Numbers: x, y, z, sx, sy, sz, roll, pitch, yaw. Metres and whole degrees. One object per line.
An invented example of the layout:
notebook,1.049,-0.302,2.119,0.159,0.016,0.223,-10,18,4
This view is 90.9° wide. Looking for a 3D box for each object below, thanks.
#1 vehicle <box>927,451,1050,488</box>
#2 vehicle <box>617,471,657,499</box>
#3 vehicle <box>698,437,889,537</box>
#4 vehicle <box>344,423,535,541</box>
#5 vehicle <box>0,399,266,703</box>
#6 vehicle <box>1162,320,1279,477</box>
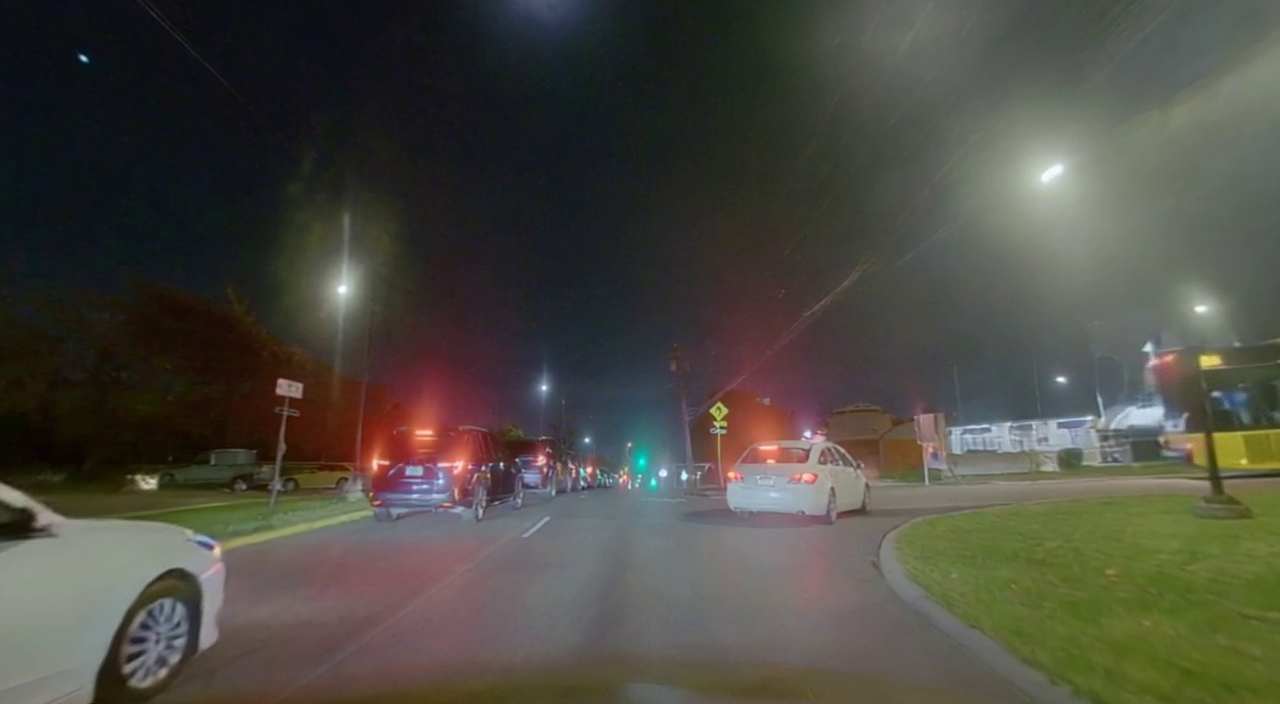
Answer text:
vehicle,15.030,5.113,27.393,4.422,1.457,1.882,-6,-11,28
vehicle,-0.242,8.326,39.692,2.119,1.475,3.997,1,-9,-6
vehicle,2.963,2.356,11.642,2.020,1.478,3.922,-7,-11,36
vehicle,-3.441,2.333,11.922,2.017,1.761,4.572,0,-9,1
vehicle,-3.361,0.790,1.421,1.953,1.480,4.522,-1,-9,5
vehicle,17.350,0.837,12.691,9.977,3.303,2.948,-6,-11,33
